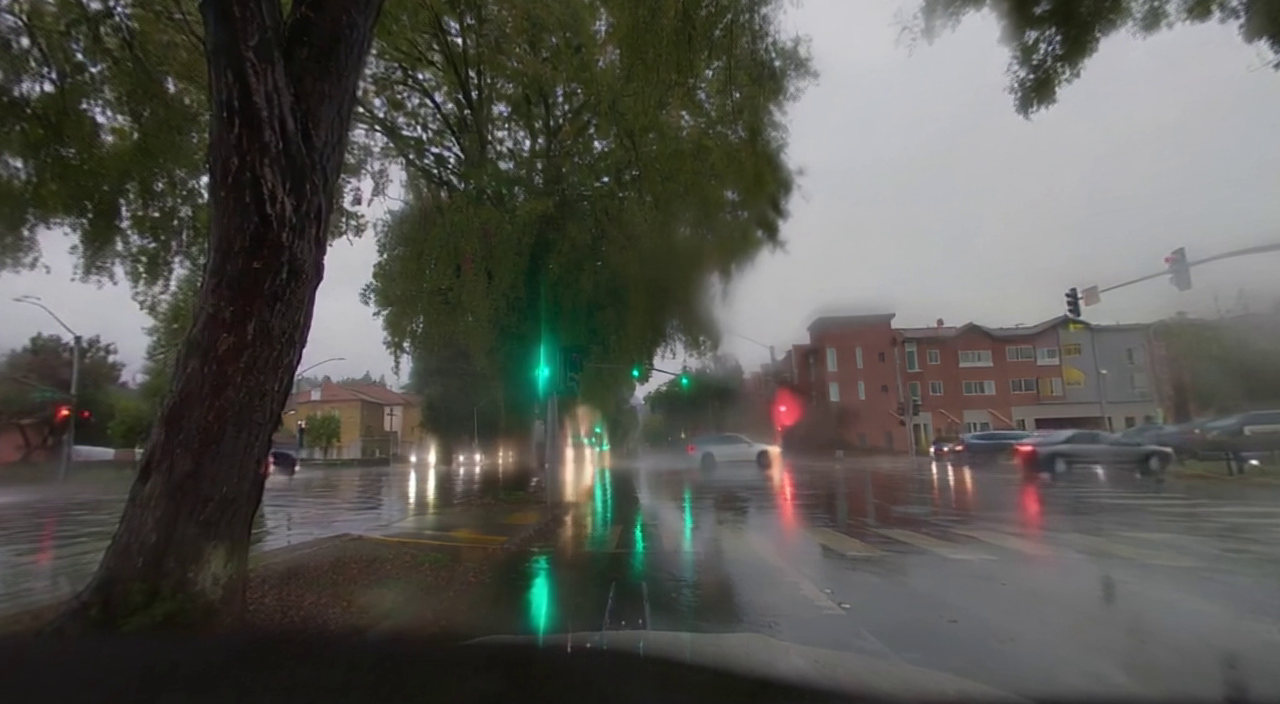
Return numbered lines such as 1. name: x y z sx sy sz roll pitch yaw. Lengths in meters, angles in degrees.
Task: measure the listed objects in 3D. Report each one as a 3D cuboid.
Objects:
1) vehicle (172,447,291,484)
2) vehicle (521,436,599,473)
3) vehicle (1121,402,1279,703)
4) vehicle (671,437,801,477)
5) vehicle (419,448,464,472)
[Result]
1. vehicle: -18.204 5.053 28.308 2.203 1.471 4.723 0 -8 -1
2. vehicle: -4.436 5.495 33.988 2.276 1.842 4.958 5 -10 -32
3. vehicle: 3.086 0.659 0.422 1.990 1.454 4.490 0 -8 1
4. vehicle: 3.924 4.335 26.177 5.017 1.515 2.006 -7 -11 38
5. vehicle: -11.606 6.302 36.970 1.921 1.304 4.050 1 -8 -9
